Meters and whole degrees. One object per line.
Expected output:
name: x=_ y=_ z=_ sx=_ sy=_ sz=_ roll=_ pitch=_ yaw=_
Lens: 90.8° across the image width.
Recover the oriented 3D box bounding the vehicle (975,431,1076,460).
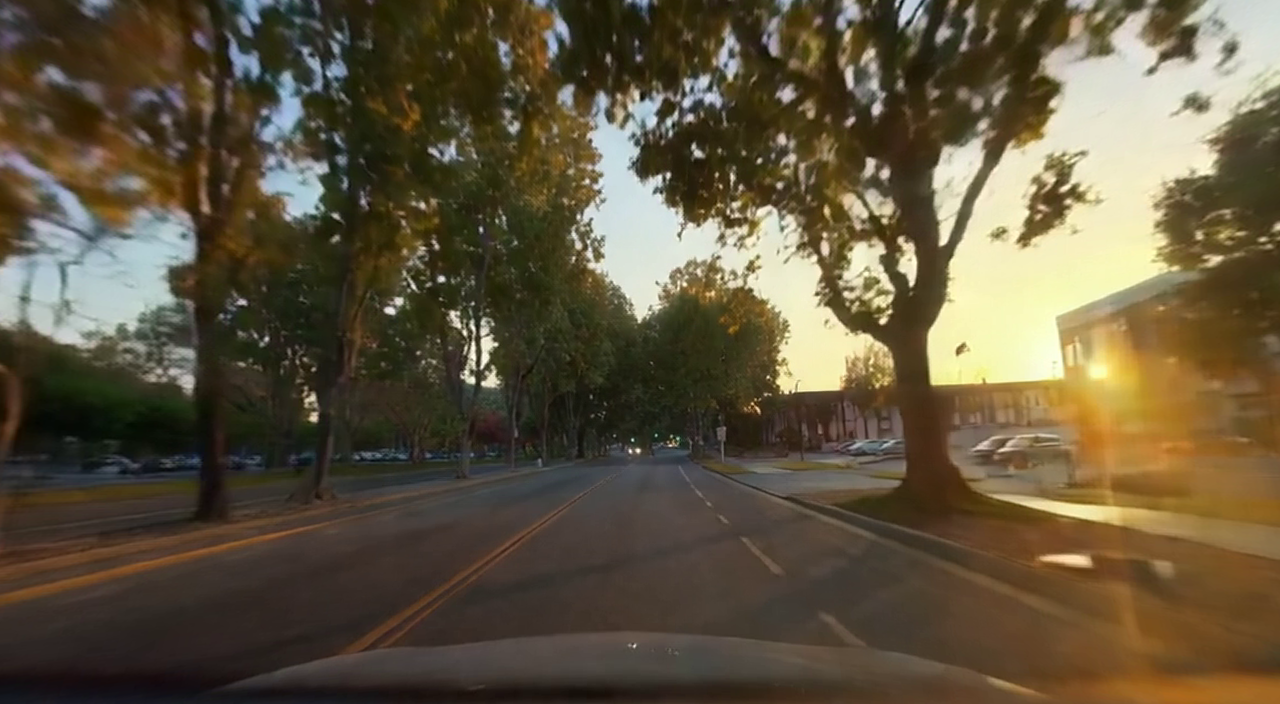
vehicle: x=21.149 y=5.122 z=34.771 sx=4.293 sy=1.473 sz=1.843 roll=0 pitch=-6 yaw=2

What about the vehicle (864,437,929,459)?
vehicle: x=19.716 y=7.409 z=48.670 sx=4.134 sy=1.580 sz=1.952 roll=1 pitch=-9 yaw=-10
